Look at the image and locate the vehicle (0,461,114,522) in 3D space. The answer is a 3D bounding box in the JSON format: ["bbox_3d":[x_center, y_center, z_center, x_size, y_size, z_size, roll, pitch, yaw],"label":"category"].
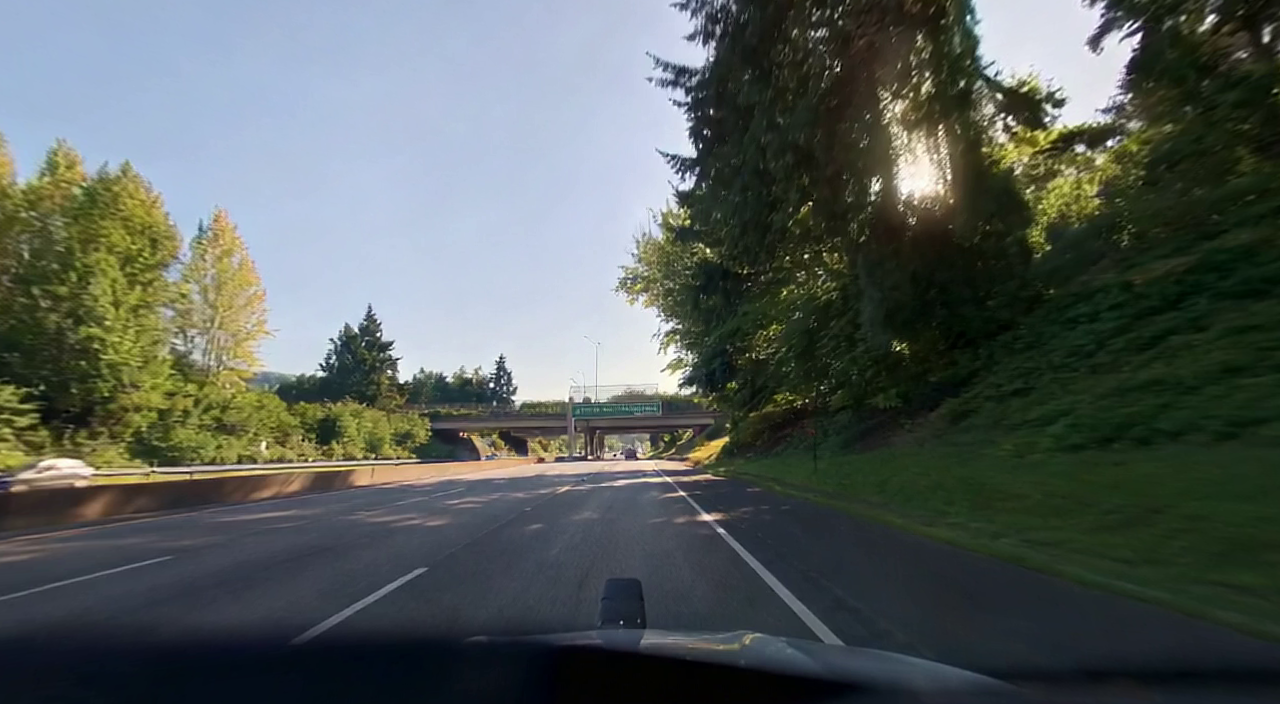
[{"bbox_3d":[-15.887,3.555,16.369,1.531,1.356,3.360,0,-9,-1],"label":"vehicle"}]
